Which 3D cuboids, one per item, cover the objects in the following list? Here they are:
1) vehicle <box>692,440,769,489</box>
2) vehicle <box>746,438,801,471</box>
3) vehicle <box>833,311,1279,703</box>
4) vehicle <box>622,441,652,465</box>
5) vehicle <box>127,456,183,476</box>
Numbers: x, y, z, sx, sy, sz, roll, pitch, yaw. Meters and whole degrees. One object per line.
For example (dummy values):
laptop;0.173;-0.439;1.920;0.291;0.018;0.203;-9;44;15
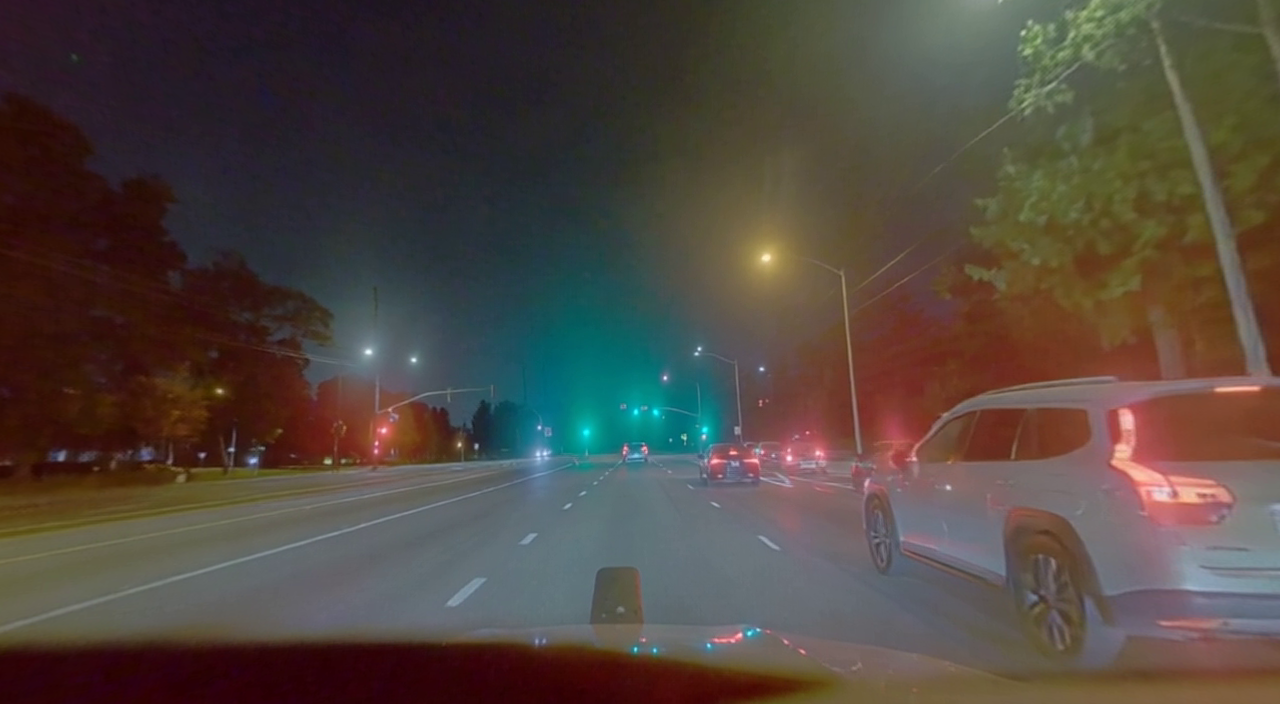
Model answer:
vehicle;2.933;3.739;21.272;1.889;1.451;4.180;0;-9;-1
vehicle;7.577;5.868;36.258;2.172;1.745;4.608;0;-9;0
vehicle;3.155;1.065;4.368;2.129;1.761;4.610;0;-9;0
vehicle;-0.213;7.488;46.649;2.146;1.685;4.003;0;-9;0
vehicle;-38.451;8.989;49.836;4.260;1.501;1.892;-5;-10;30
